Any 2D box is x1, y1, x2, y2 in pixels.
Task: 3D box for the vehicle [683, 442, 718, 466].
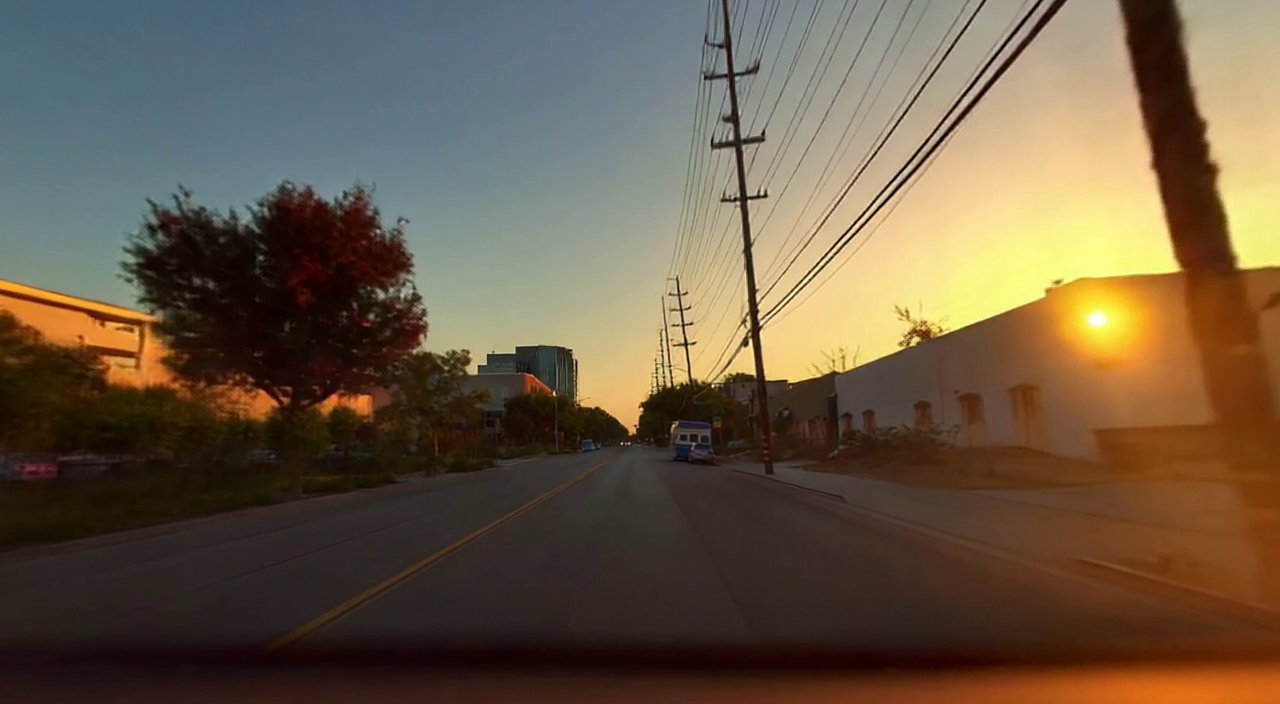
[{"bbox_3d":[4.132,7.026,43.626,1.852,1.497,3.672,-2,-8,-2],"label":"vehicle"}]
